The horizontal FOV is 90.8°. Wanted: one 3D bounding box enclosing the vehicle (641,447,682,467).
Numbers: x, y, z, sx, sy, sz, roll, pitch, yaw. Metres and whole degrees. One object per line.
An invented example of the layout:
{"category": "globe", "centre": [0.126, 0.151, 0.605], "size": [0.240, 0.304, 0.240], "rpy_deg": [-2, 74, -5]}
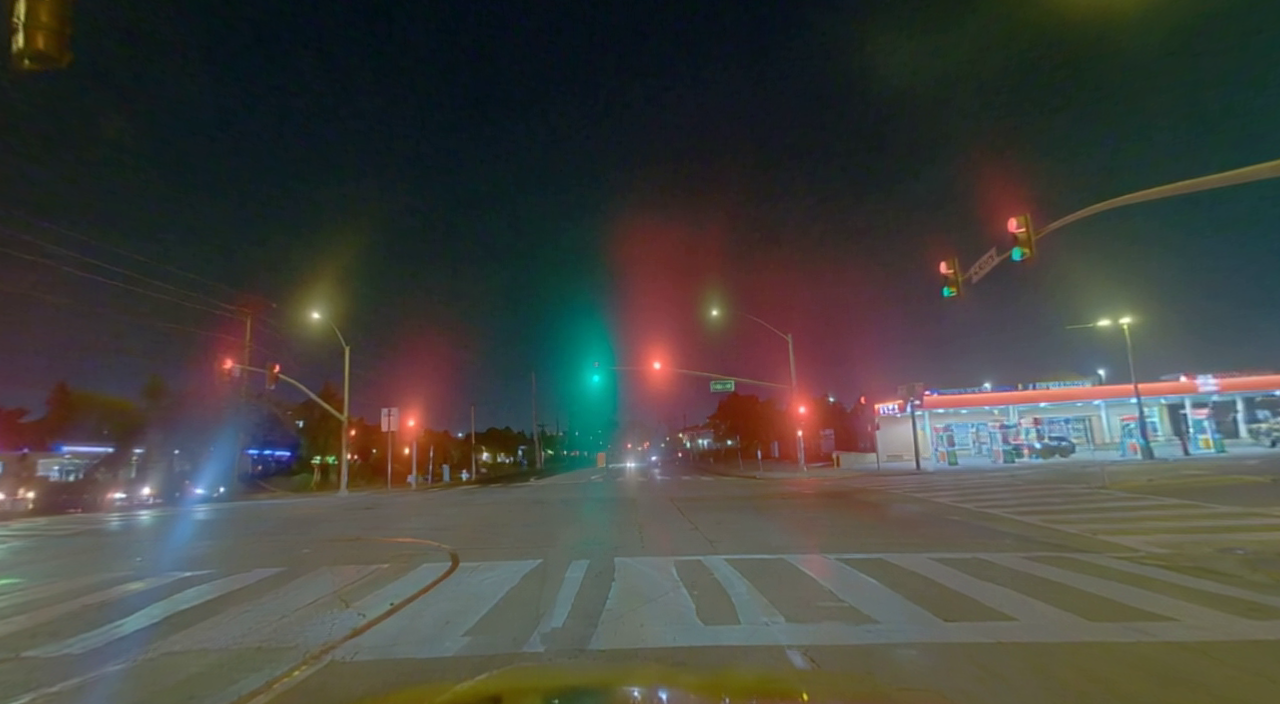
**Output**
{"category": "vehicle", "centre": [1.611, 8.085, 48.892], "size": [1.969, 1.491, 4.612], "rpy_deg": [2, -9, -14]}

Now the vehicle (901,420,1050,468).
{"category": "vehicle", "centre": [13.031, 3.650, 24.942], "size": [4.916, 1.730, 1.986], "rpy_deg": [-4, -9, 21]}

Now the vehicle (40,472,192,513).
{"category": "vehicle", "centre": [-21.198, 5.679, 25.657], "size": [4.676, 1.463, 1.909], "rpy_deg": [-1, -8, 6]}

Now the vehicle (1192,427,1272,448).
{"category": "vehicle", "centre": [42.061, 6.067, 44.909], "size": [4.347, 1.446, 1.777], "rpy_deg": [1, -9, -9]}

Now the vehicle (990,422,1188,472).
{"category": "vehicle", "centre": [14.369, 3.096, 20.610], "size": [4.835, 1.487, 1.913], "rpy_deg": [-4, -9, 20]}
